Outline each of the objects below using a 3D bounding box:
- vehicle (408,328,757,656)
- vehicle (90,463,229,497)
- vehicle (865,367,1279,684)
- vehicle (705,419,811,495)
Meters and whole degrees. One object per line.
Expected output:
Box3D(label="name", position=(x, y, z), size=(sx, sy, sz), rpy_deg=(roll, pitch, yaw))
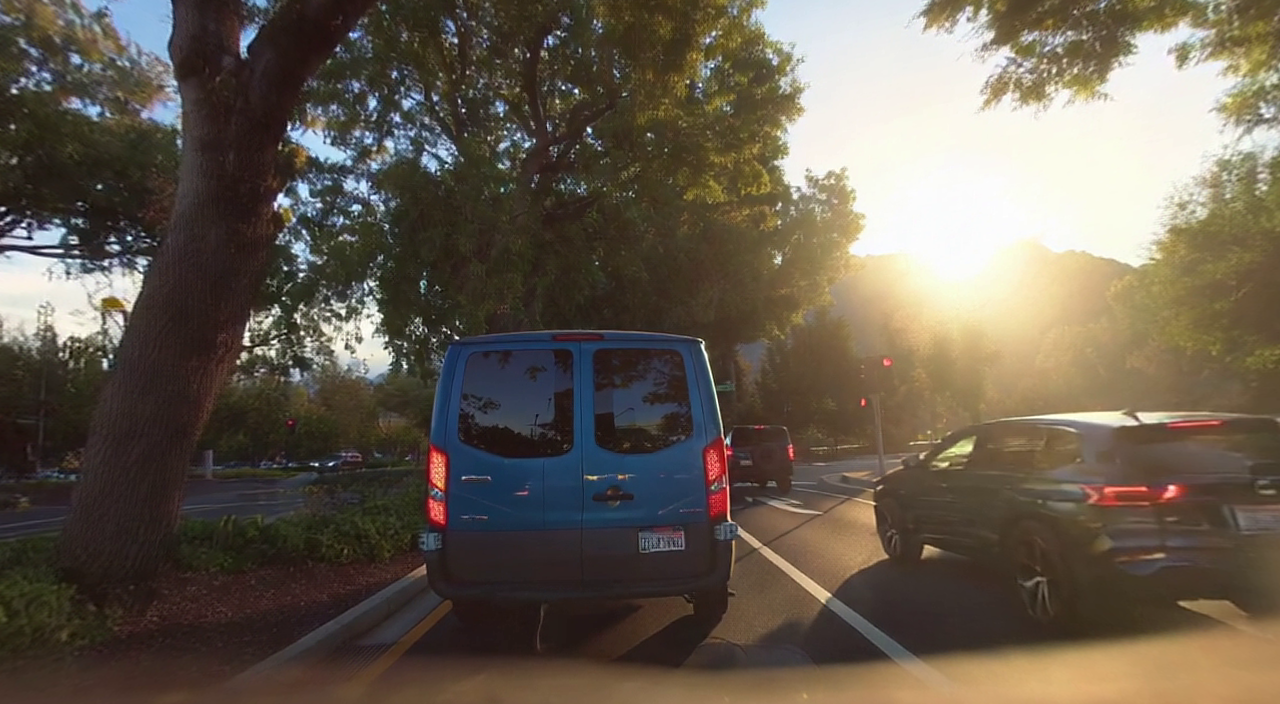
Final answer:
Box3D(label="vehicle", position=(-0.361, 1.172, 6.161), size=(2.145, 2.046, 4.309), rpy_deg=(0, -9, 0))
Box3D(label="vehicle", position=(-22.419, 5.979, 29.658), size=(4.726, 1.456, 1.873), rpy_deg=(2, -9, -11))
Box3D(label="vehicle", position=(4.051, 1.277, 5.831), size=(2.024, 1.692, 4.696), rpy_deg=(0, -9, -2))
Box3D(label="vehicle", position=(3.170, 2.935, 17.852), size=(1.988, 1.873, 3.968), rpy_deg=(1, -9, -3))
